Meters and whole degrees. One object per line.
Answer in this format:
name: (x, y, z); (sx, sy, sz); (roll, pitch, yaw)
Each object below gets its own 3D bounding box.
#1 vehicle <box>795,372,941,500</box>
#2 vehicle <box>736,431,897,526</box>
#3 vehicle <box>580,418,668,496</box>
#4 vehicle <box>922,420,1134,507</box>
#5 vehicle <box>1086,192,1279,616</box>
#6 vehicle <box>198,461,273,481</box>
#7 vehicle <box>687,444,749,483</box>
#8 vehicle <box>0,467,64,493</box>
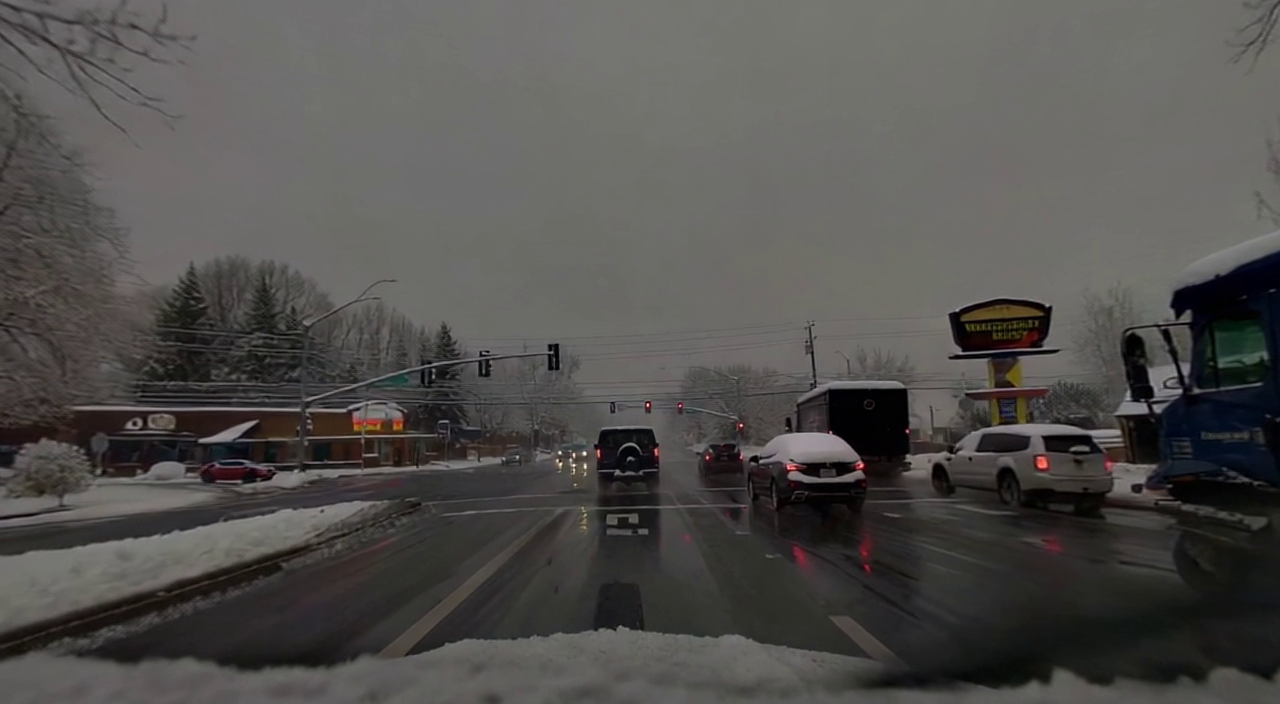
vehicle: (8.000, 3.282, 24.042); (2.970, 3.681, 11.138); (-2, -9, 9)
vehicle: (3.393, 2.543, 13.312); (1.905, 1.587, 4.998); (0, -9, 0)
vehicle: (-0.488, 3.389, 20.636); (2.499, 2.183, 5.111); (0, -9, -1)
vehicle: (10.232, 3.004, 17.459); (2.163, 1.973, 5.692); (0, -9, -1)
vehicle: (6.475, 0.139, 3.254); (2.802, 3.322, 7.429); (0, -9, 0)
vehicle: (-31.781, 9.326, 49.708); (4.457, 1.434, 1.949); (0, -9, -1)
vehicle: (3.155, 4.588, 26.338); (1.922, 1.483, 4.436); (0, -9, -1)
vehicle: (-38.188, 7.815, 38.666); (4.150, 1.474, 1.826); (-1, -9, 6)
